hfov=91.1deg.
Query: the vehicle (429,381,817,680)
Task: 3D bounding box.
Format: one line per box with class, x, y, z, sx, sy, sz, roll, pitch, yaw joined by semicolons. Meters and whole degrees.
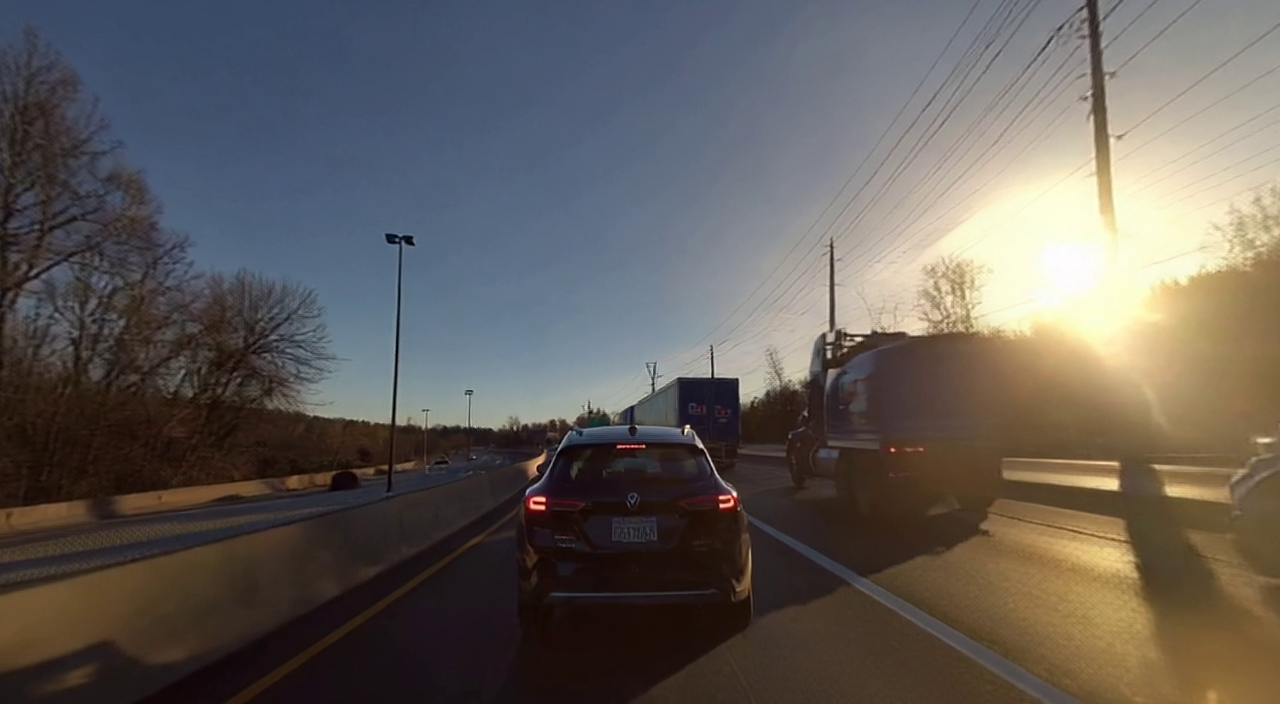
vehicle;-0.137;1.214;5.387;2.062;1.581;3.914;0;-8;-2
